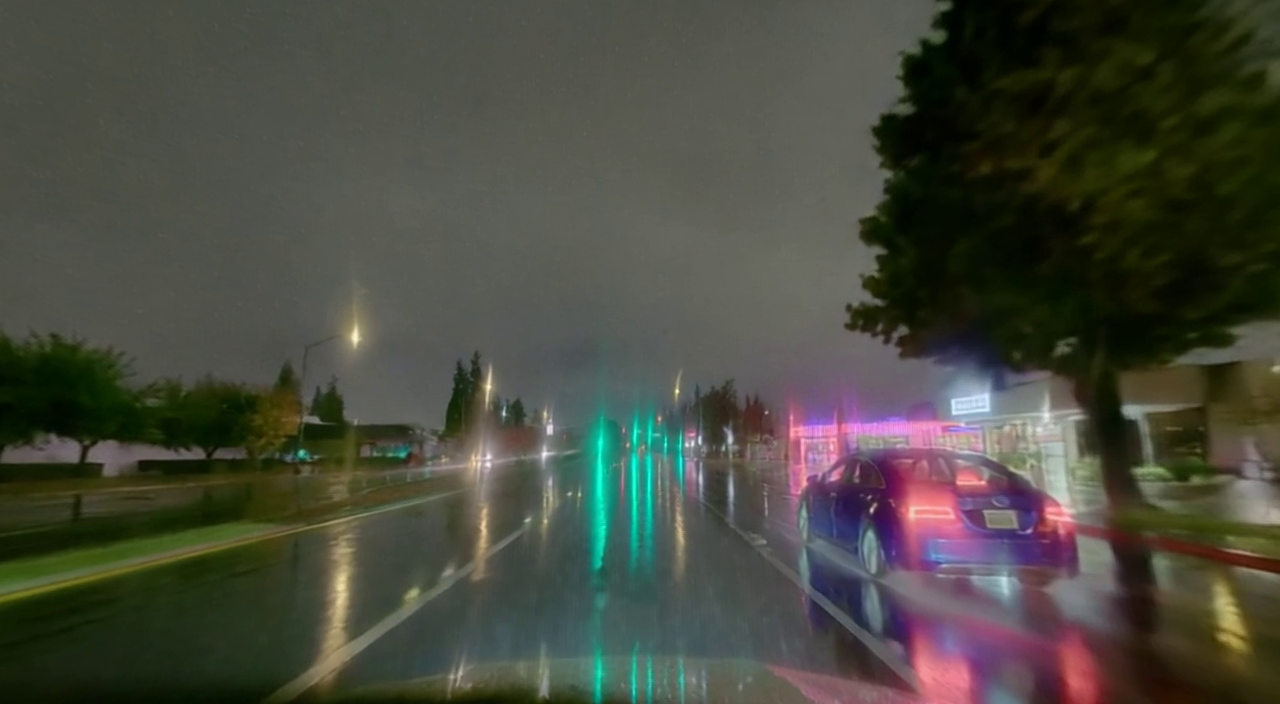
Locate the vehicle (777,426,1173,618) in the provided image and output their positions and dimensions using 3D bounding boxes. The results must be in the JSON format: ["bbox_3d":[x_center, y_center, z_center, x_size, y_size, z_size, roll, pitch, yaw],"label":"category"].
[{"bbox_3d":[3.139,1.673,7.295,2.004,1.470,4.544,0,-8,-1],"label":"vehicle"}]
